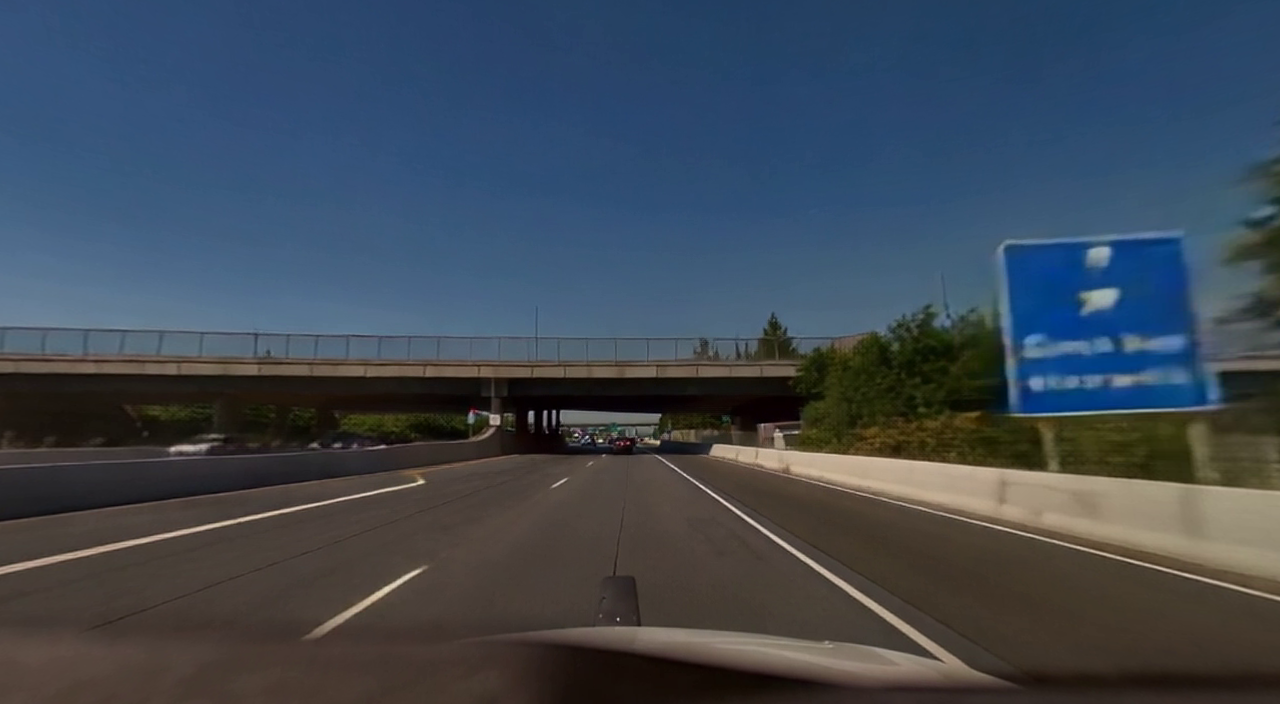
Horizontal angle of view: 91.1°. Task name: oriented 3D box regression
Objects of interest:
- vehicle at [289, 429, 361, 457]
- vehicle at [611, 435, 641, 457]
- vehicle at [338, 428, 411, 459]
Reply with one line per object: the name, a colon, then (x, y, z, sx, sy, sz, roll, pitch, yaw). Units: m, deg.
vehicle: (-18.051, 5.230, 36.242, 1.854, 1.492, 4.562, 0, -8, -1)
vehicle: (-0.993, 6.691, 44.988, 2.025, 1.519, 3.924, 0, -8, -1)
vehicle: (-13.562, 4.698, 32.421, 1.877, 1.515, 4.495, 0, -8, -1)
